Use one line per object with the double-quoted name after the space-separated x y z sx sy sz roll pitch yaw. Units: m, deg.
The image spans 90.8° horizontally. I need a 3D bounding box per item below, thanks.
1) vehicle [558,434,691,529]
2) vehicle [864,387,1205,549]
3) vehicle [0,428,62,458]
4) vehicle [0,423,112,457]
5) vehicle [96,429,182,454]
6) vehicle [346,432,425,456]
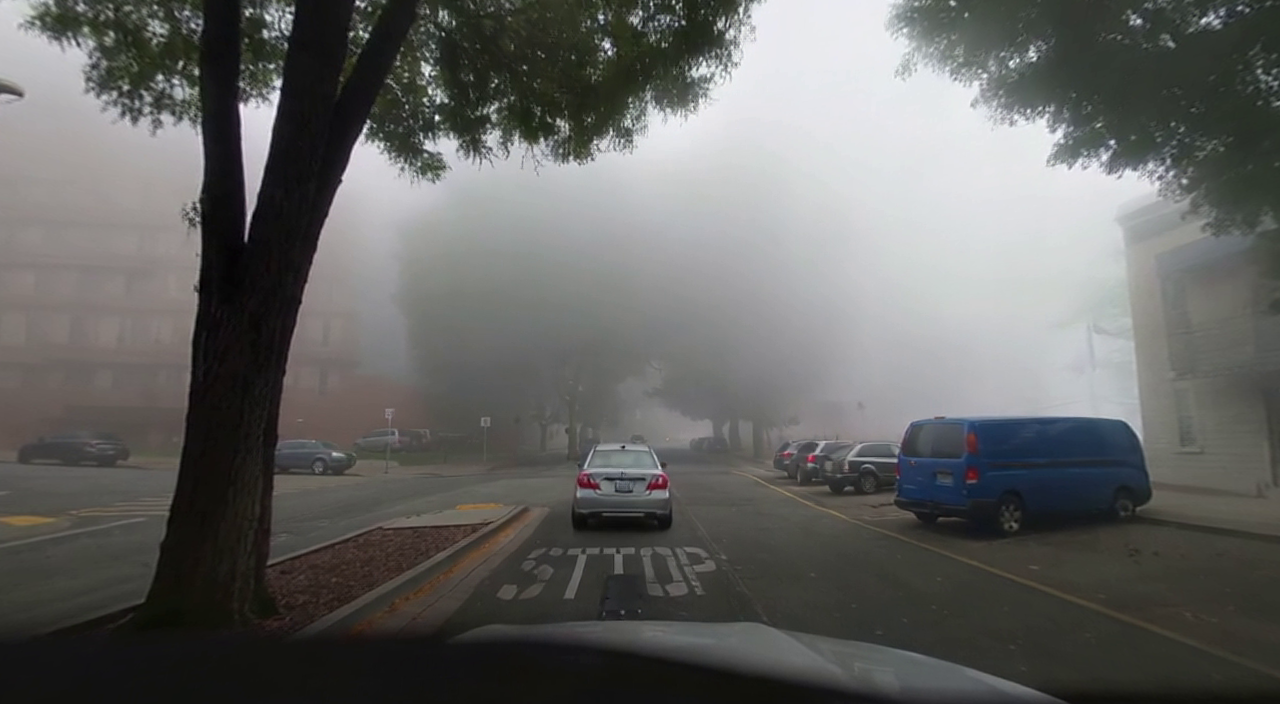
-0.371 2.361 12.159 2.065 1.450 4.522 1 -8 -3 "vehicle"
6.650 1.859 10.620 5.385 2.146 2.143 4 -9 -25 "vehicle"
-31.827 4.535 31.411 4.168 1.458 1.904 0 -9 -2 "vehicle"
-31.835 4.785 34.275 4.438 1.814 2.044 0 -9 -1 "vehicle"
-31.791 5.696 40.158 3.915 1.574 1.850 0 -9 3 "vehicle"
-18.409 6.647 45.820 4.892 1.679 1.927 1 -9 -7 "vehicle"
